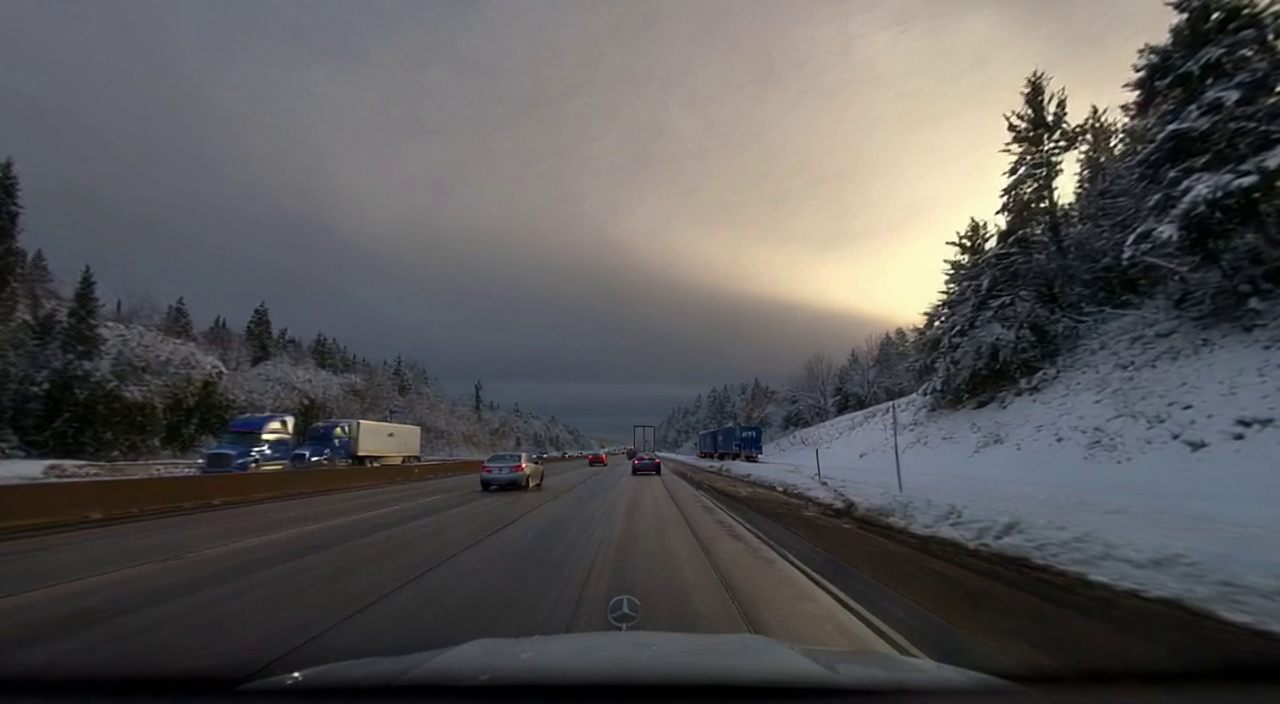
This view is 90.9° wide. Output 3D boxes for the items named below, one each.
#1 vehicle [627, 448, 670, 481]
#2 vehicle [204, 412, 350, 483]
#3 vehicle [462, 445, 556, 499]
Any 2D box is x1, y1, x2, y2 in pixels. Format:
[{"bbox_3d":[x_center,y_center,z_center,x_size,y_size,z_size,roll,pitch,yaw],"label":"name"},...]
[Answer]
[{"bbox_3d":[0.395,5.463,30.774,1.991,1.507,3.391,0,-9,0],"label":"vehicle"},{"bbox_3d":[-19.254,5.202,34.273,2.919,3.409,8.090,0,-9,1],"label":"vehicle"},{"bbox_3d":[-4.040,3.779,20.212,2.018,1.504,4.431,0,-9,1],"label":"vehicle"}]
